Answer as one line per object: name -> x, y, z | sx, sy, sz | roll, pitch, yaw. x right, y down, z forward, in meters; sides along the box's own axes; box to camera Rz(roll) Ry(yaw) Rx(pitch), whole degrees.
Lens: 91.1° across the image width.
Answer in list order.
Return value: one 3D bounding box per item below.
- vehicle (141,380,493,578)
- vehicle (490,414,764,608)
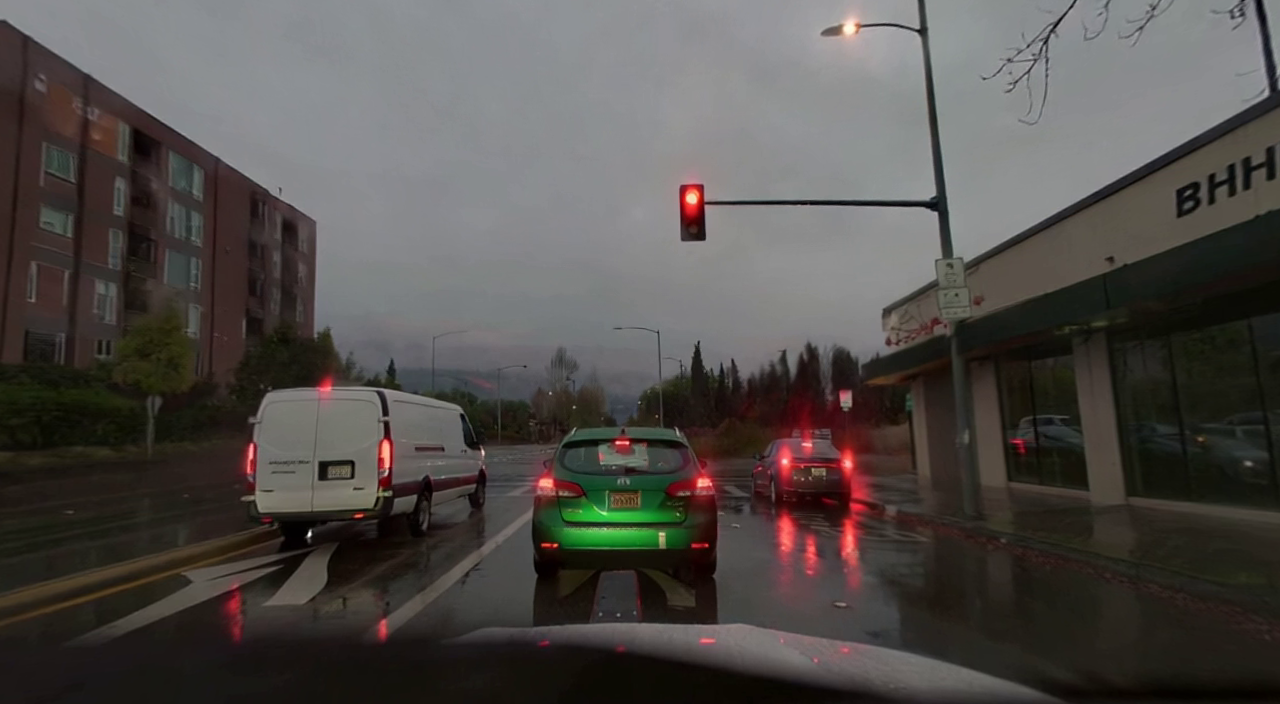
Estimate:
vehicle -> -3.581, 1.512, 8.423 | 2.076, 1.820, 5.100 | 0, -8, -1
vehicle -> -0.107, 1.464, 6.777 | 2.064, 1.452, 3.942 | 0, -8, 0
